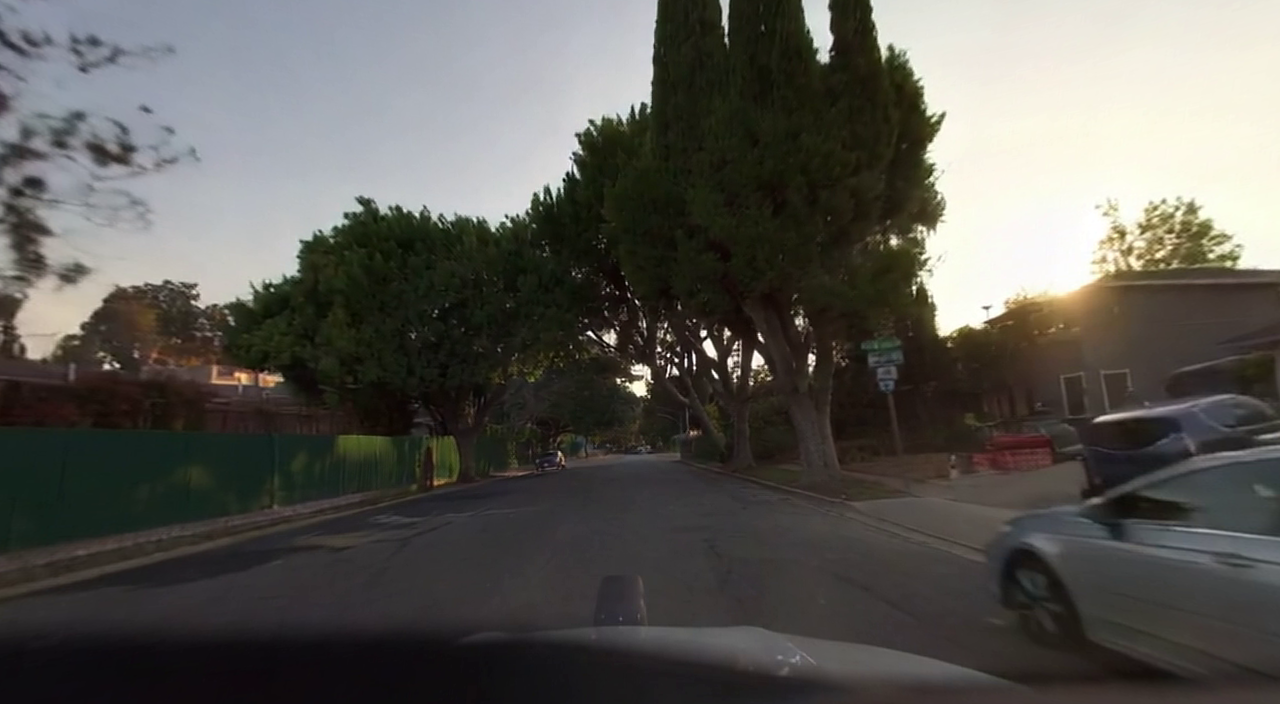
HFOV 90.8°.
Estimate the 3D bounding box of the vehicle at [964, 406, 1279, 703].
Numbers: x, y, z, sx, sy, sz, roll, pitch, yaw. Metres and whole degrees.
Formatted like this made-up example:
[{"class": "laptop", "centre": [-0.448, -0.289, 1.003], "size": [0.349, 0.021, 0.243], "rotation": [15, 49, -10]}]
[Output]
[{"class": "vehicle", "centre": [3.686, 0.970, 2.471], "size": [2.051, 1.524, 5.047], "rotation": [0, -8, -2]}]
